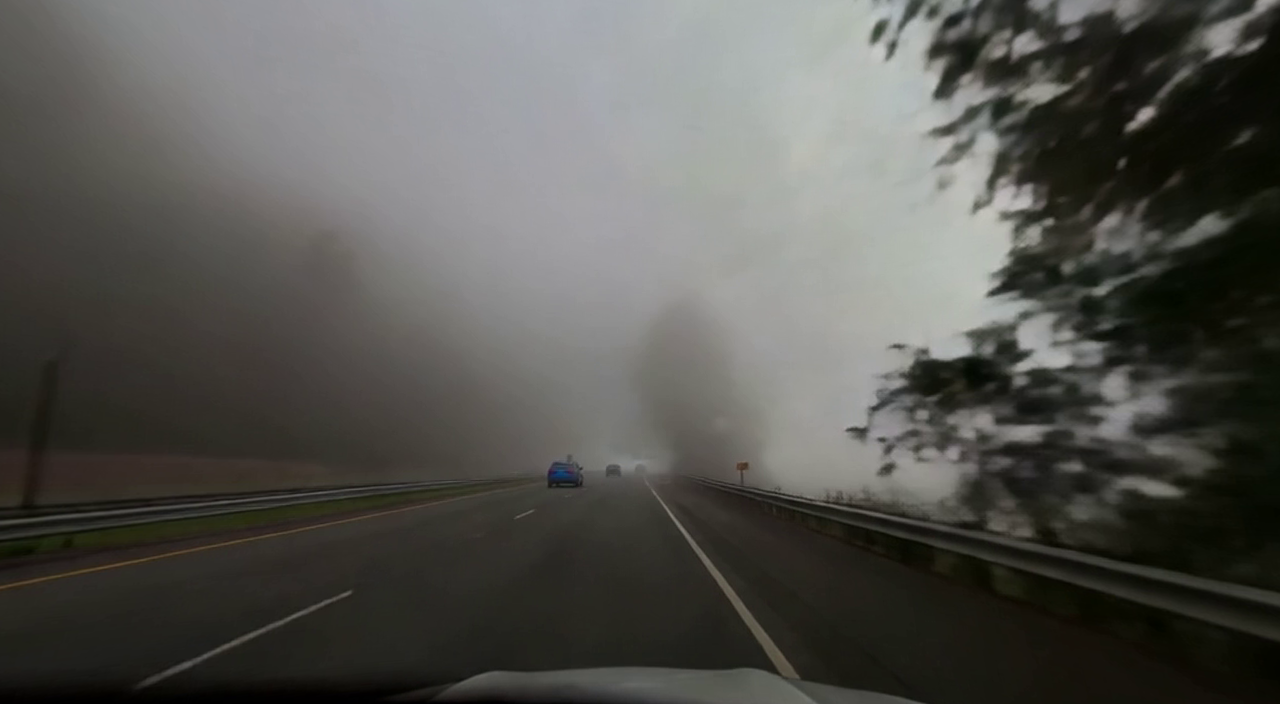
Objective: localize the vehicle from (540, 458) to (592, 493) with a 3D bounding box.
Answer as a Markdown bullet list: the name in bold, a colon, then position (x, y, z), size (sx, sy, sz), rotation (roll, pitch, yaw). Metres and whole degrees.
- **vehicle**: position (-3.724, 6.343, 32.431), size (2.042, 1.629, 4.276), rotation (1, -10, 1)
